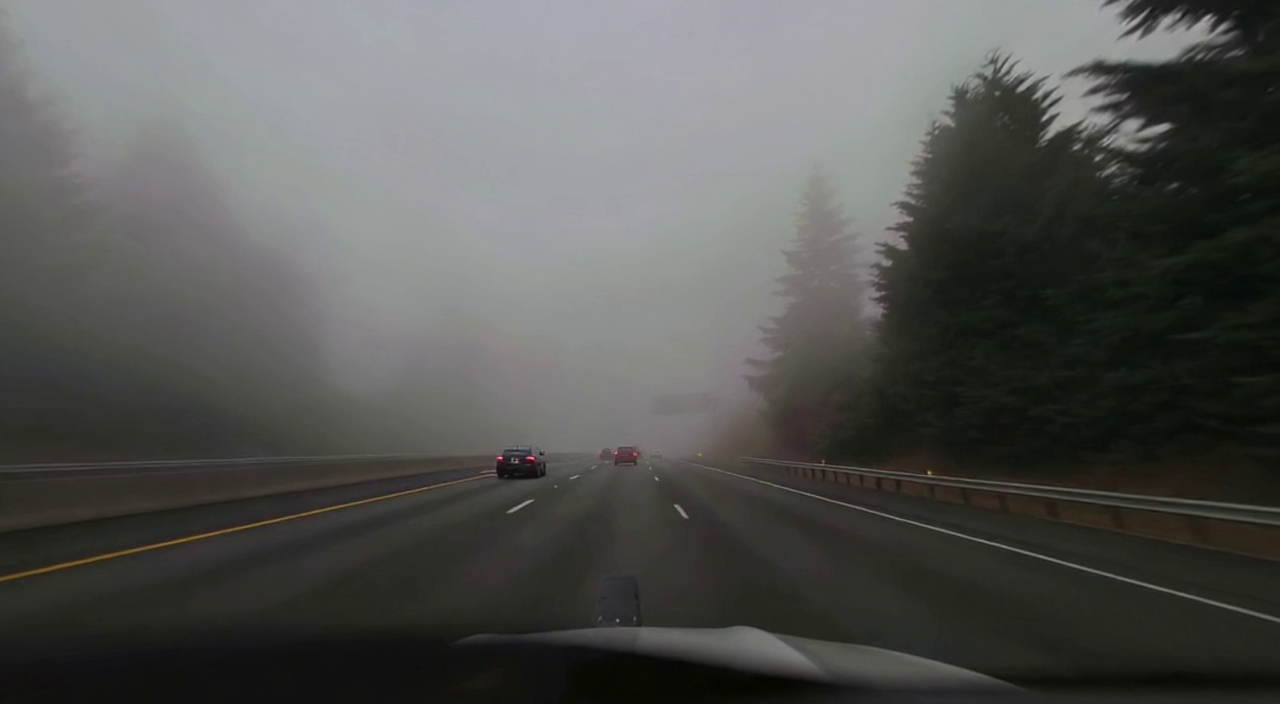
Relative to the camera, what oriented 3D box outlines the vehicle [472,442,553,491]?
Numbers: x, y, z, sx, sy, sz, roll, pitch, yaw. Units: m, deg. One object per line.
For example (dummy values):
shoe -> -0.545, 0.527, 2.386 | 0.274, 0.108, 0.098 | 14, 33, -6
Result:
vehicle -> -4.477, 4.090, 22.826 | 2.028, 1.563, 4.734 | 0, -9, -1
